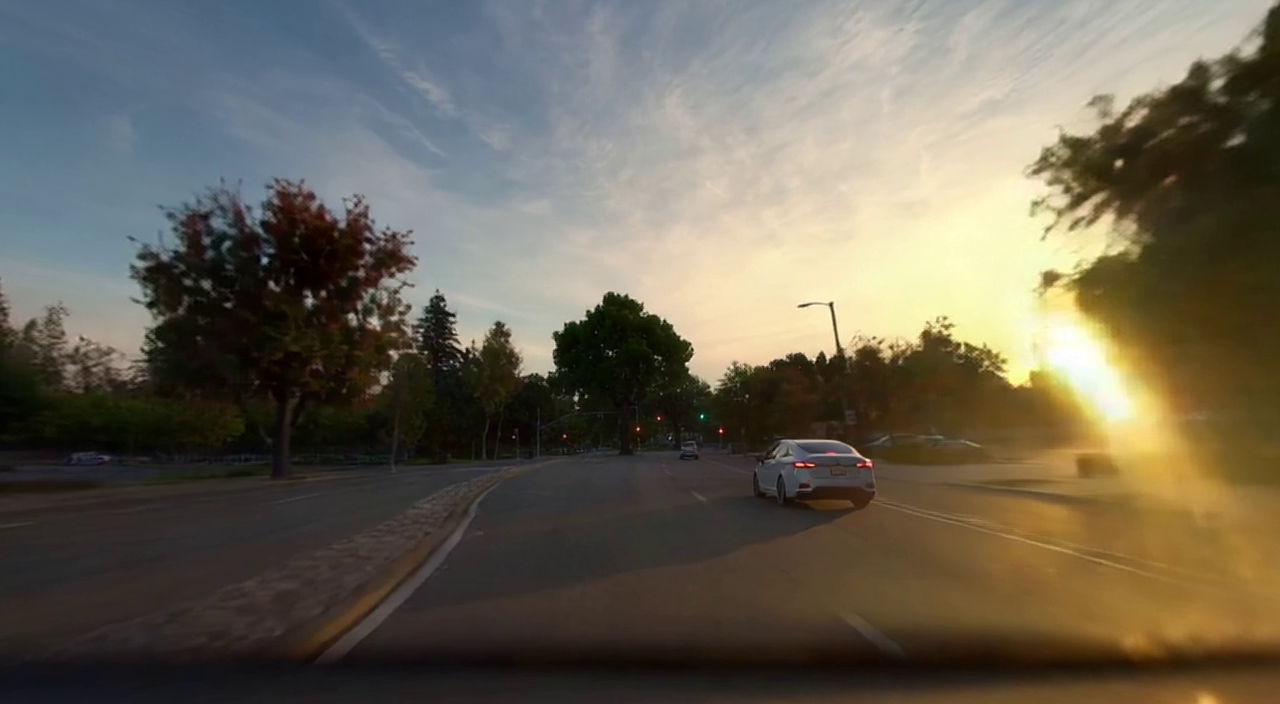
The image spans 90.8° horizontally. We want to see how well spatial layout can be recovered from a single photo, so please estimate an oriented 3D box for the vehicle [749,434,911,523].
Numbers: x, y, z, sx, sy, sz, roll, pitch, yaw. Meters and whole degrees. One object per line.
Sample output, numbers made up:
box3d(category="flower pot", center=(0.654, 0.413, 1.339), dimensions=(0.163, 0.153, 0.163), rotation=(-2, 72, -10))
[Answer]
box3d(category="vehicle", center=(3.510, 2.417, 12.575), dimensions=(1.852, 1.453, 4.083), rotation=(0, -9, -1))
